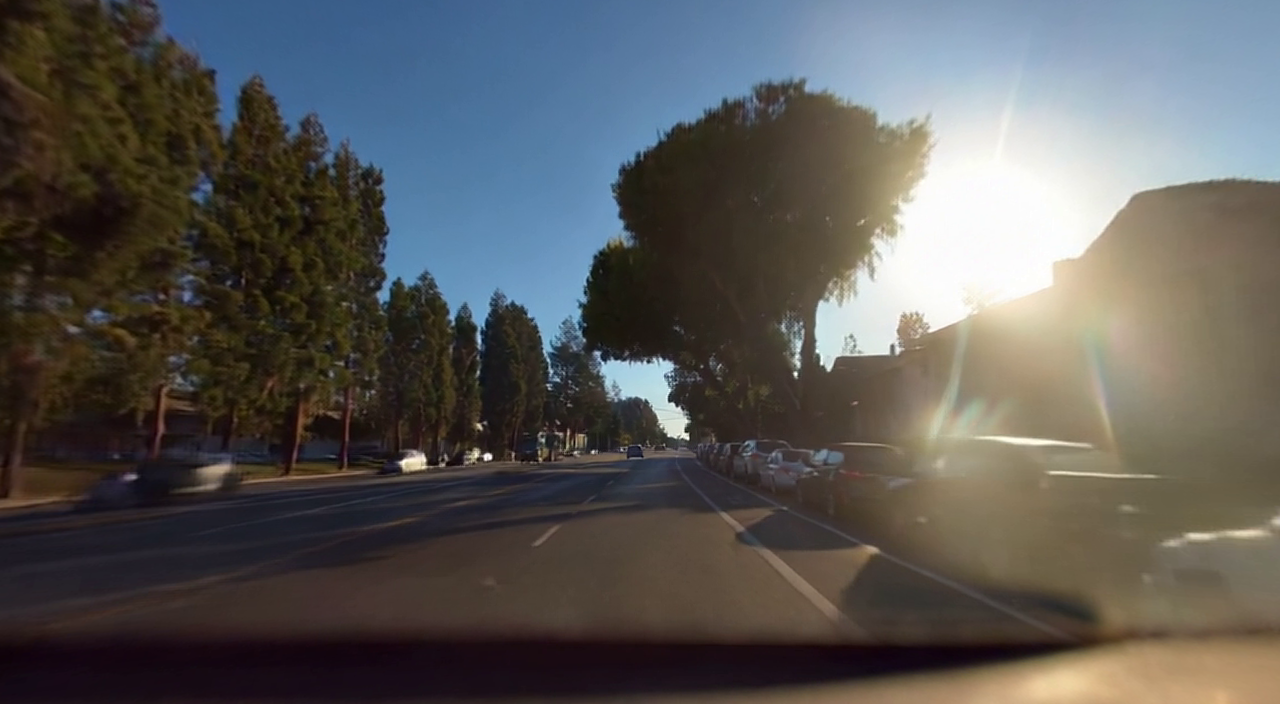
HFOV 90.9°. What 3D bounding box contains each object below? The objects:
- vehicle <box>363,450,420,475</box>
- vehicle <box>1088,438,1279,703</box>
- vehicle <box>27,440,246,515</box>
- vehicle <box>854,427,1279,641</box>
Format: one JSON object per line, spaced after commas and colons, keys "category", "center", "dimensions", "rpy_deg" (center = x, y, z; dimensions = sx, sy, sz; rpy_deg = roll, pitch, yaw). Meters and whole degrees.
{"category": "vehicle", "center": [-18.013, 7.982, 45.930], "dimensions": [1.965, 1.640, 4.665], "rpy_deg": [-1, -8, 4]}
{"category": "vehicle", "center": [4.068, 0.966, 2.020], "dimensions": [1.833, 1.399, 4.727], "rpy_deg": [-1, -8, 1]}
{"category": "vehicle", "center": [-13.143, 3.253, 16.954], "dimensions": [2.045, 1.712, 4.511], "rpy_deg": [-1, -8, 2]}
{"category": "vehicle", "center": [4.099, 1.629, 6.751], "dimensions": [2.023, 1.525, 4.158], "rpy_deg": [0, -8, -2]}
